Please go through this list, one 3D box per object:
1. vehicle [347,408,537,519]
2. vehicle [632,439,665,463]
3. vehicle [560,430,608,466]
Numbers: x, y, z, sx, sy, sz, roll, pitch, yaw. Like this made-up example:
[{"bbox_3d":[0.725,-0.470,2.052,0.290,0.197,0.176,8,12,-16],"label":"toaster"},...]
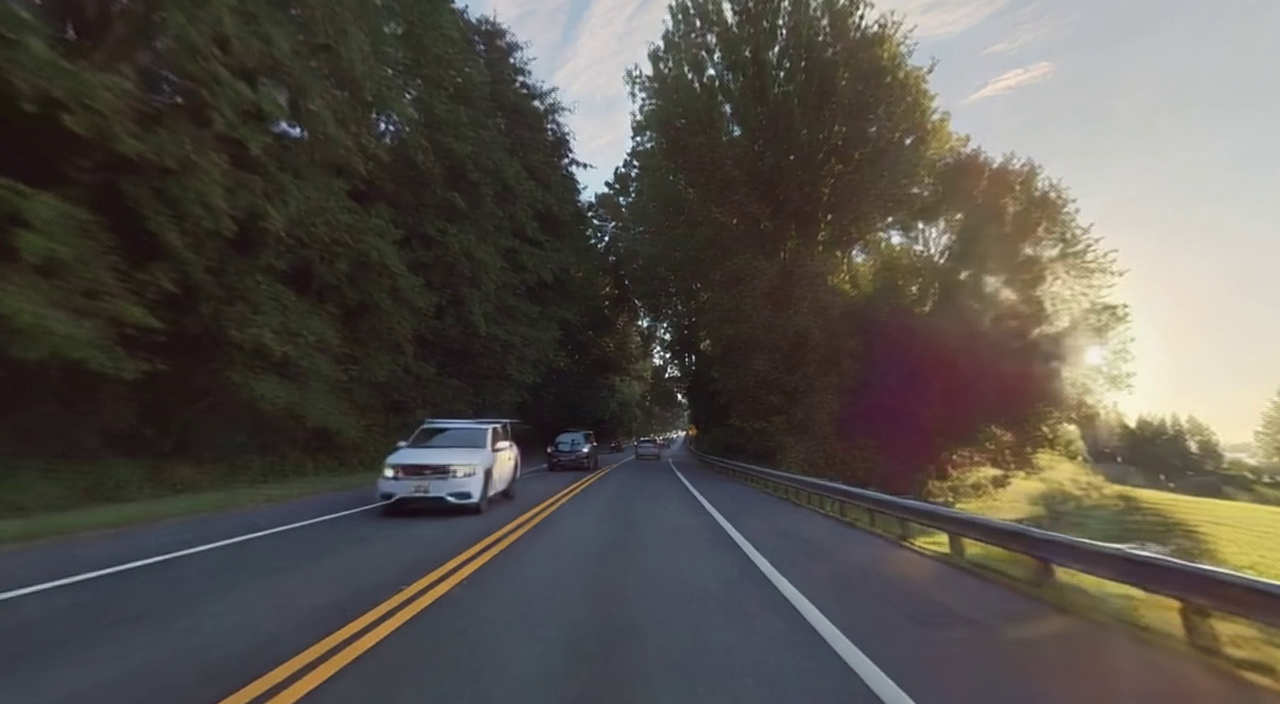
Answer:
[{"bbox_3d":[-4.137,2.489,14.564,2.461,2.030,5.478,0,-9,2],"label":"vehicle"},{"bbox_3d":[0.563,6.616,42.254,2.067,1.486,3.861,0,-9,1],"label":"vehicle"},{"bbox_3d":[-3.497,6.193,40.888,2.441,2.113,5.738,0,-9,1],"label":"vehicle"}]
